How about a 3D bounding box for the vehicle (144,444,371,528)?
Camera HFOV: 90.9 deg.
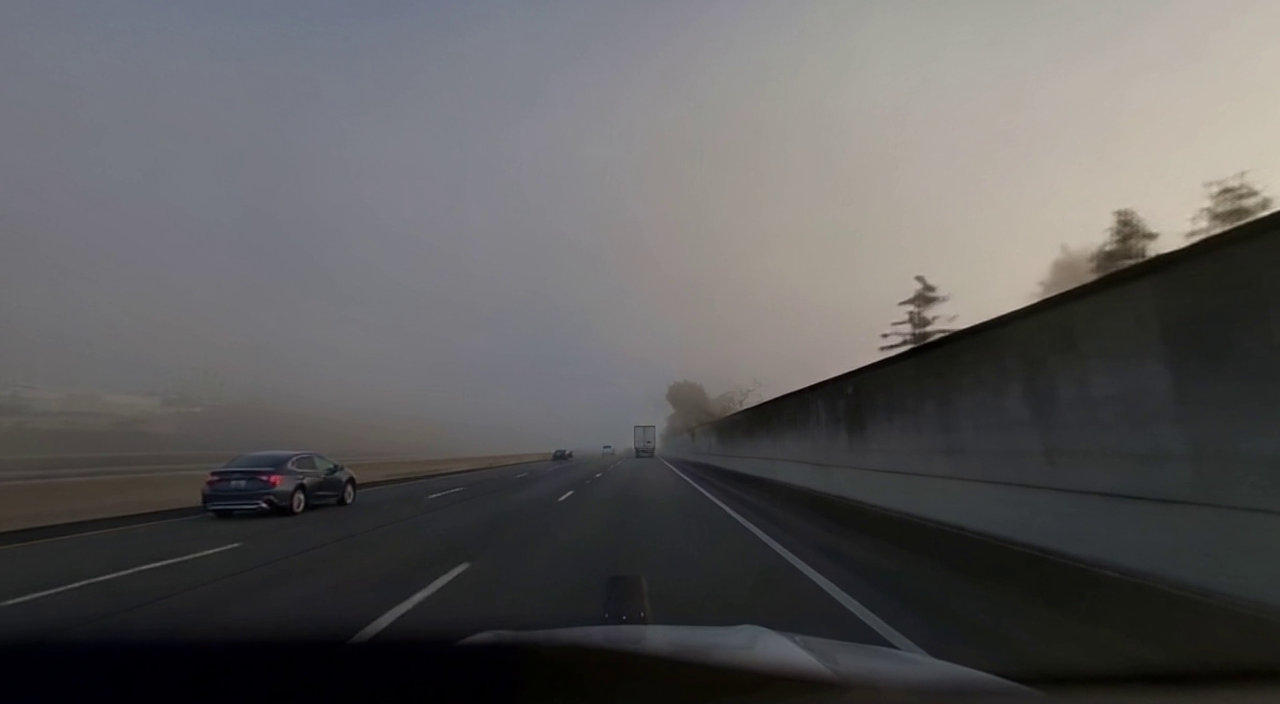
[{"bbox_3d":[-7.751,2.709,13.459,1.979,1.470,4.485,0,-8,1],"label":"vehicle"}]
